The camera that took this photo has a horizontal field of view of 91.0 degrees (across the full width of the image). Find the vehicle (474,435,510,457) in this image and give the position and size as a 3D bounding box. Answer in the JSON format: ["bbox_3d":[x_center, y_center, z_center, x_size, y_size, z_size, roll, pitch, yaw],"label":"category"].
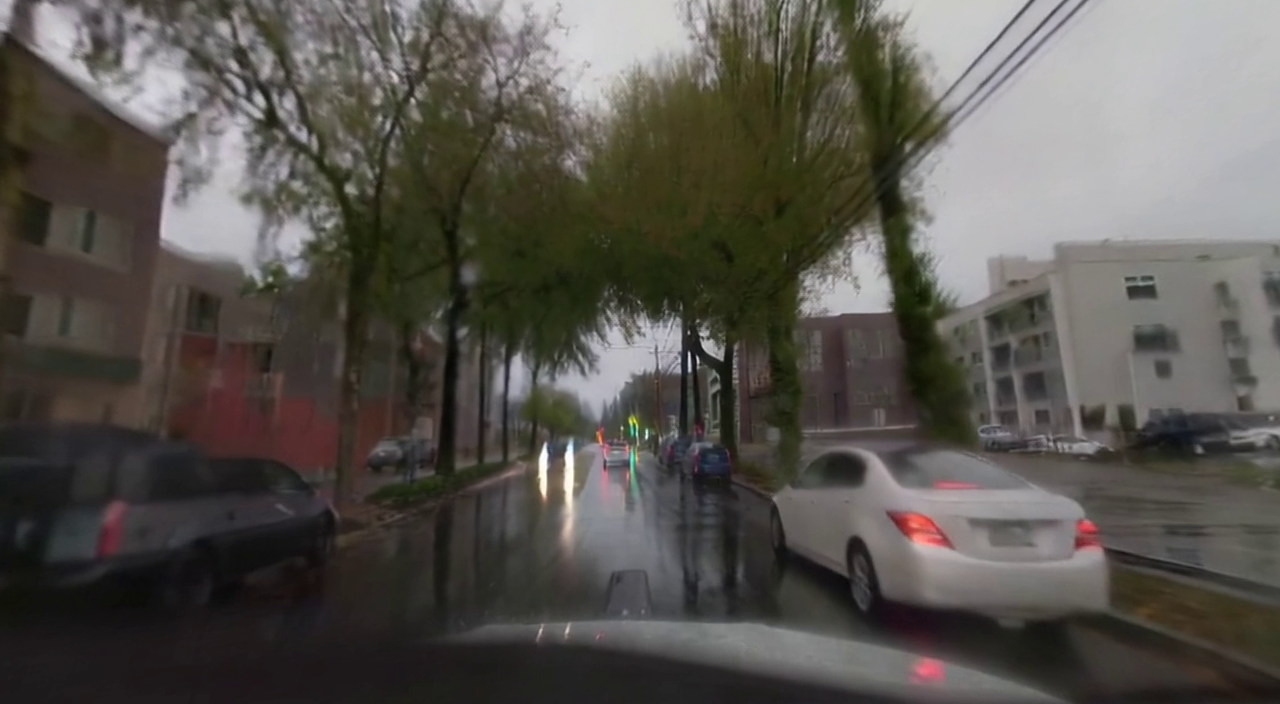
[{"bbox_3d":[-10.838,6.903,46.306,1.948,1.543,3.829,1,-8,-4],"label":"vehicle"}]

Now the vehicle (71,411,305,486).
[{"bbox_3d":[-11.310,2.449,16.044,4.356,1.761,1.963,1,-8,-2],"label":"vehicle"}]

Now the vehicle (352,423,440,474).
[{"bbox_3d":[-9.604,3.779,25.197,2.010,1.747,4.266,0,-5,-3],"label":"vehicle"}]

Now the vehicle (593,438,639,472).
[{"bbox_3d":[-1.163,4.896,30.237,2.095,1.510,3.605,1,-8,-3],"label":"vehicle"}]

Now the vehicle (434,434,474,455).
[{"bbox_3d":[-13.573,6.779,46.182,1.882,1.488,3.998,1,-8,-3],"label":"vehicle"}]

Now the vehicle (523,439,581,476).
[{"bbox_3d":[-3.705,4.509,27.153,1.955,1.463,4.323,0,-8,-1],"label":"vehicle"}]

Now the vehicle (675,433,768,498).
[{"bbox_3d":[2.094,3.071,17.351,1.861,1.558,3.823,1,-8,-3],"label":"vehicle"}]

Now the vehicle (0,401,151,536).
[{"bbox_3d":[-9.004,1.504,8.418,1.845,1.687,4.009,0,-5,-3],"label":"vehicle"}]

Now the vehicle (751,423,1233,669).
[{"bbox_3d":[2.587,1.523,6.124,2.086,1.498,4.280,1,-8,-2],"label":"vehicle"}]
